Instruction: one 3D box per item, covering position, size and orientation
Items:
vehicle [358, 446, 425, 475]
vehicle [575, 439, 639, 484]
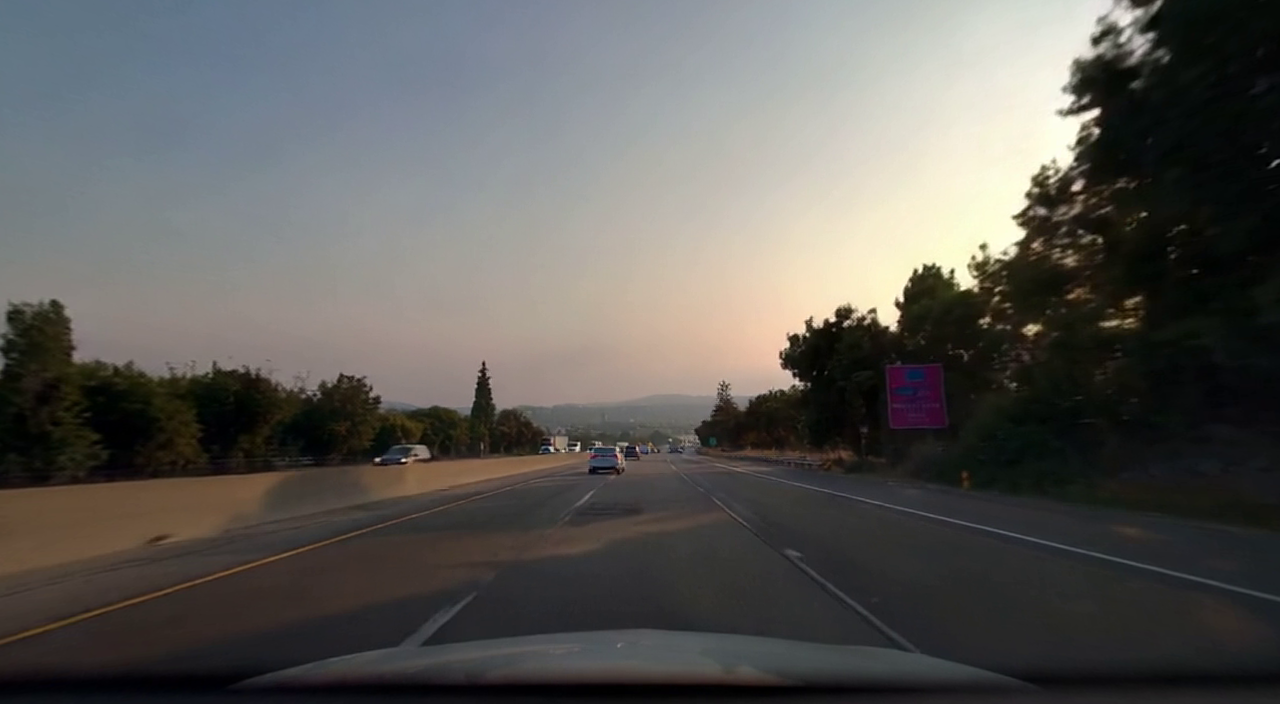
[{"bbox_3d":[-15.234,6.672,38.965,2.181,1.678,4.625,0,-9,1],"label":"vehicle"},{"bbox_3d":[-1.234,4.430,25.730,2.231,1.652,4.503,0,-9,2],"label":"vehicle"}]
